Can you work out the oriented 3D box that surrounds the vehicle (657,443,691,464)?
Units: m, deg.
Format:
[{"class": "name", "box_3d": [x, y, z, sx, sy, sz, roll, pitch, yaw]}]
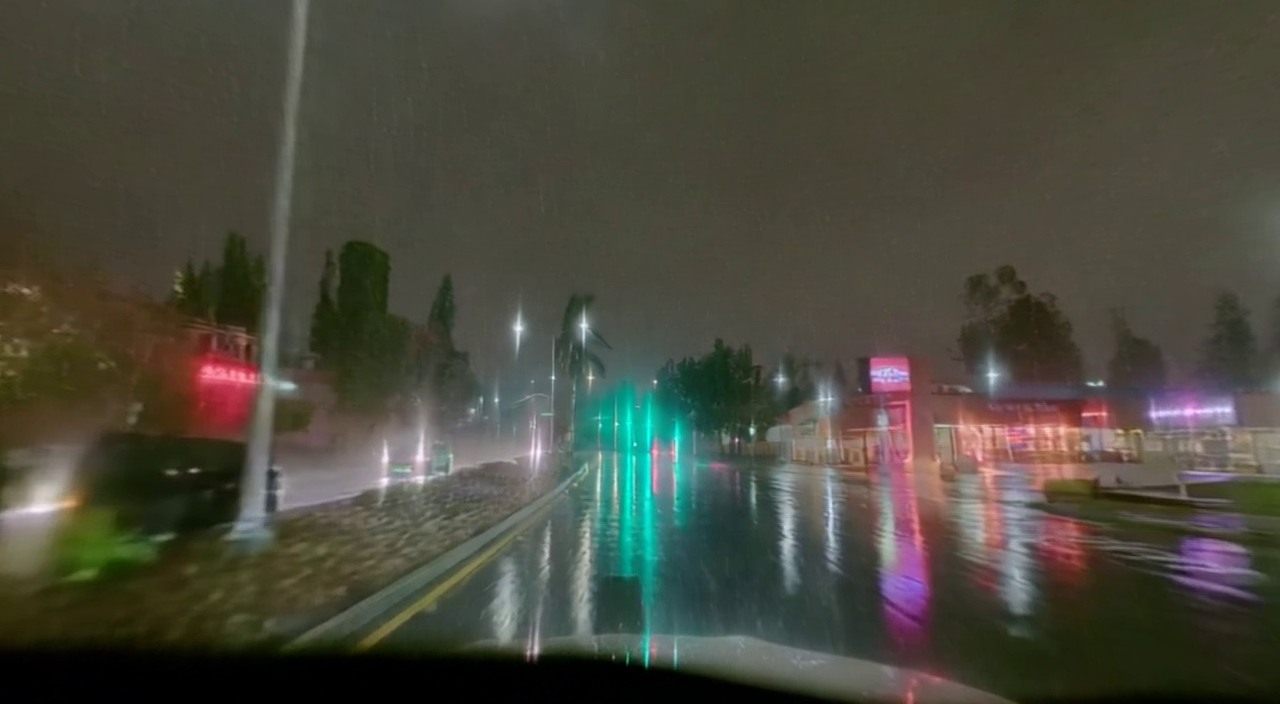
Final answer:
[{"class": "vehicle", "box_3d": [2.444, 7.382, 46.154, 1.913, 1.473, 4.360, 0, -8, -4]}]

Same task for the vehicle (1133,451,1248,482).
[{"class": "vehicle", "box_3d": [28.030, 5.808, 32.231, 4.458, 1.465, 1.875, 1, -9, -10]}]

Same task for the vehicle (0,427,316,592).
[{"class": "vehicle", "box_3d": [-6.693, 1.851, 8.745, 2.180, 1.556, 5.130, 2, -7, -7]}]

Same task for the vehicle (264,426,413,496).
[{"class": "vehicle", "box_3d": [-8.746, 3.135, 18.951, 2.183, 1.769, 4.972, 1, -7, -3]}]

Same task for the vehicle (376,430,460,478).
[{"class": "vehicle", "box_3d": [-9.057, 4.146, 26.262, 2.016, 1.766, 5.155, 0, -7, -4]}]
